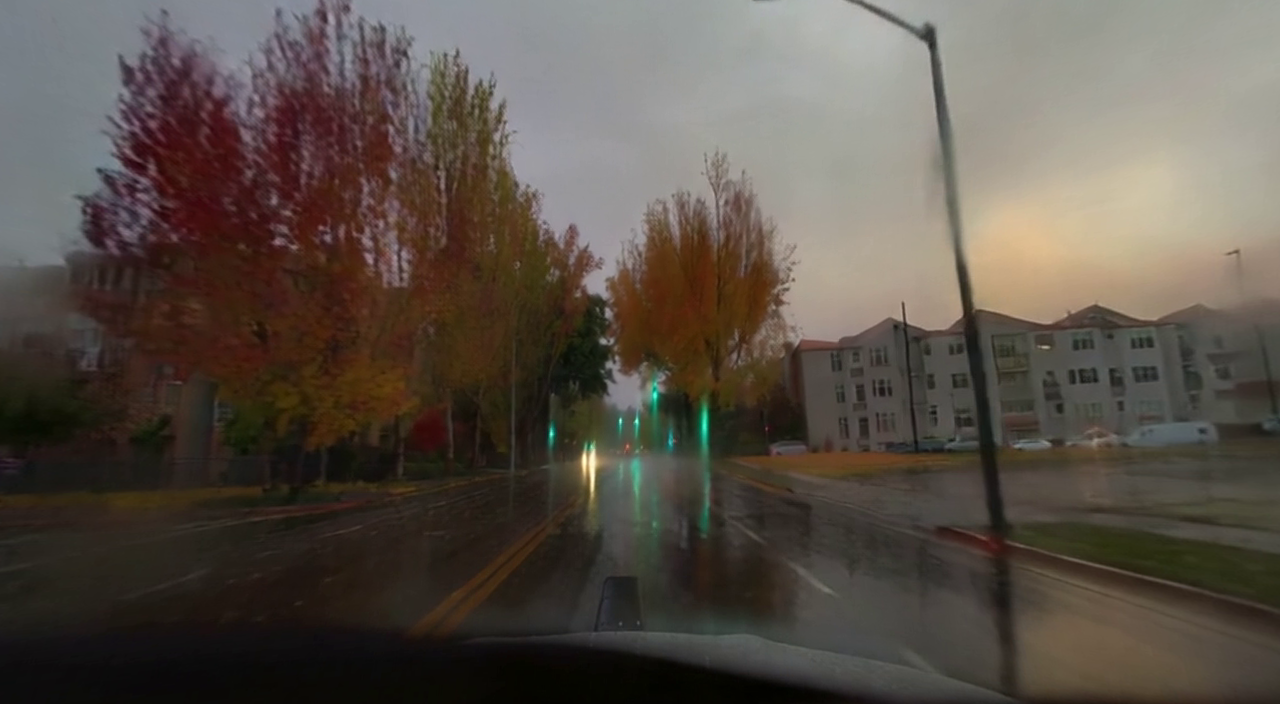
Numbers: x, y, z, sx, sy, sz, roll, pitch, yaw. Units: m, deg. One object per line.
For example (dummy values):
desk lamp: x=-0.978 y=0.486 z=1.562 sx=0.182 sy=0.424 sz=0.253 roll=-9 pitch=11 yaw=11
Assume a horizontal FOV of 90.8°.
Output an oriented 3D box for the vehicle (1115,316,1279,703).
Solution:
vehicle: x=3.231 y=0.508 z=0.268 sx=2.224 sy=1.791 sz=4.834 roll=0 pitch=-9 yaw=-1
